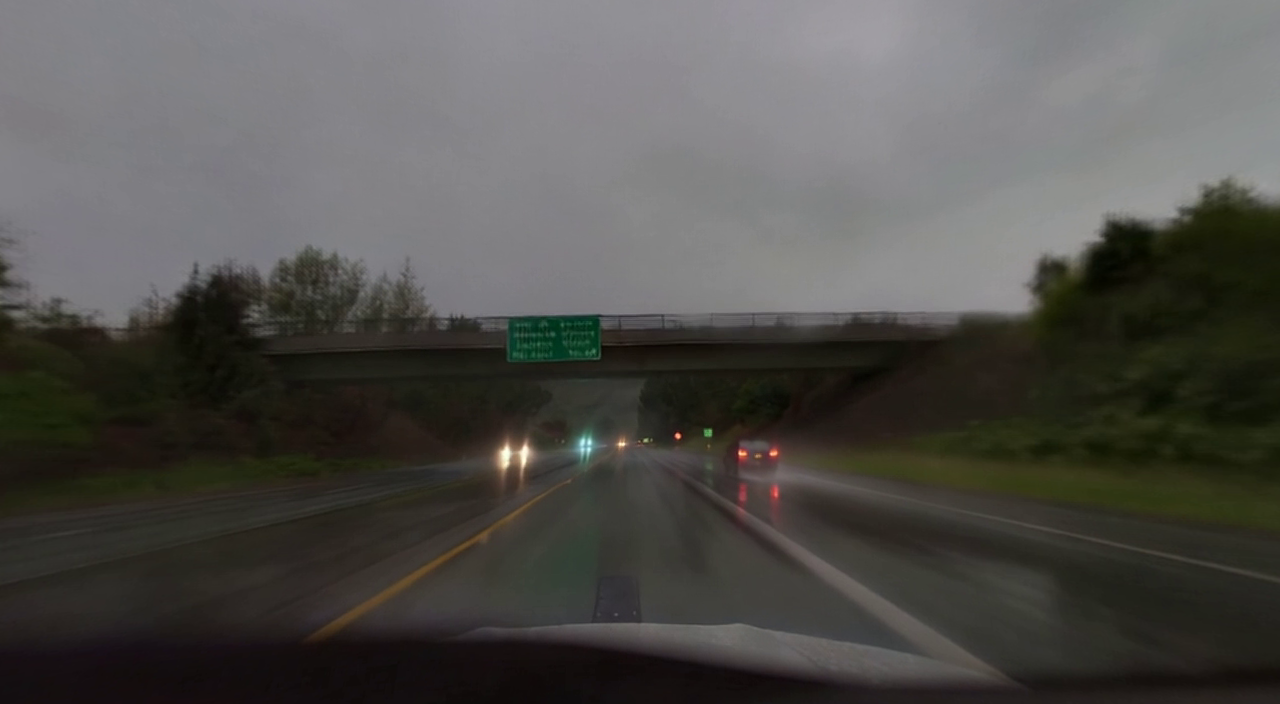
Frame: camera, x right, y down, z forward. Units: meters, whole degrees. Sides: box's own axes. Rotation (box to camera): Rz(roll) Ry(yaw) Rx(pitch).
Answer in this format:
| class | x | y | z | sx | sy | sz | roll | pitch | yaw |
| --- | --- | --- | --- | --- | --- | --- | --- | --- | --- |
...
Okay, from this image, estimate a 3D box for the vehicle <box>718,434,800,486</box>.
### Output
| class | x | y | z | sx | sy | sz | roll | pitch | yaw |
| --- | --- | --- | --- | --- | --- | --- | --- | --- | --- |
| vehicle | 3.664 | 3.377 | 19.972 | 1.781 | 1.470 | 3.540 | 0 | -8 | -2 |
